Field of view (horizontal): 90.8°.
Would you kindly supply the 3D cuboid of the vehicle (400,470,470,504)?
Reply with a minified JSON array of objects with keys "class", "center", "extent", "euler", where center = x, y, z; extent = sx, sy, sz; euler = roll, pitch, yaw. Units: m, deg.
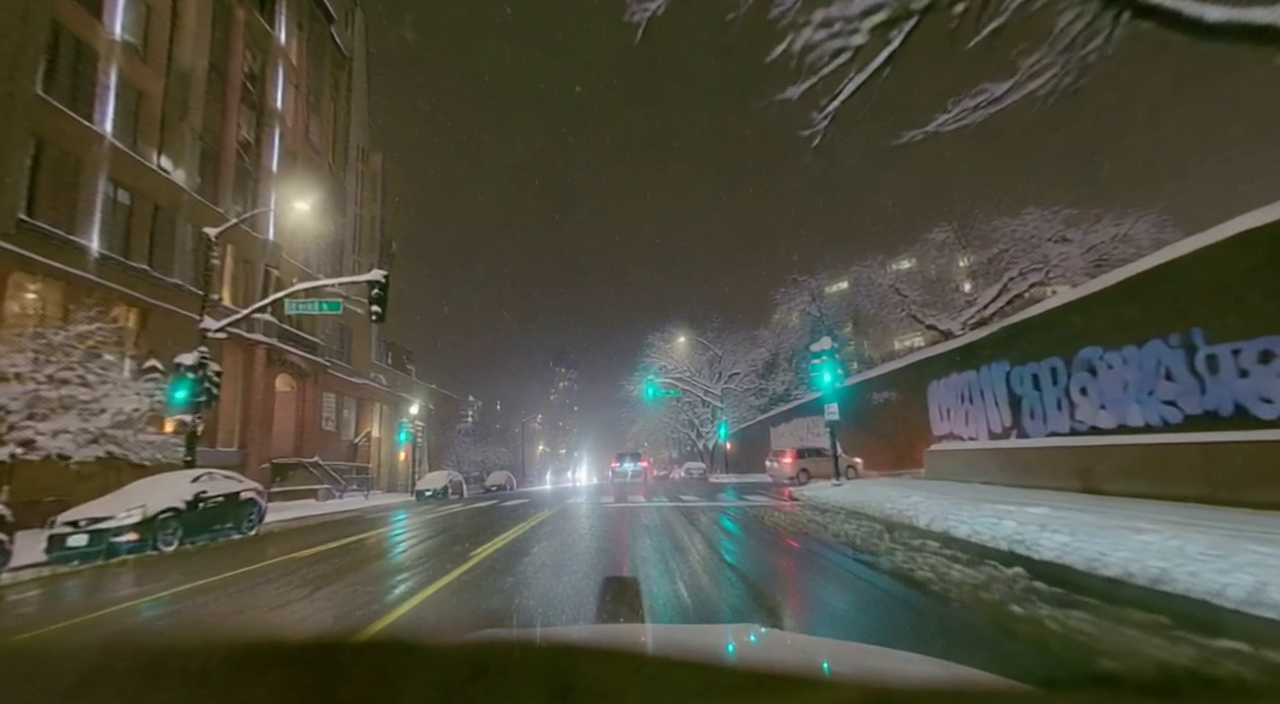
[{"class":"vehicle","center":[-10.547,6.964,32.869],"extent":[2.070,1.476,4.508],"euler":[0,-8,1]}]

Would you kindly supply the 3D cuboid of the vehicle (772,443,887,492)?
[{"class":"vehicle","center":[7.726,4.622,25.693],"extent":[4.292,1.761,2.207],"euler":[5,-10,-34]}]

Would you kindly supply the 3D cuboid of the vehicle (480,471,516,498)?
[{"class":"vehicle","center":[-11.132,10.397,49.731],"extent":[1.859,1.780,3.947],"euler":[0,-8,1]}]

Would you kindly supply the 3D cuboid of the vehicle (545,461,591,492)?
[{"class":"vehicle","center":[-4.041,7.049,35.970],"extent":[2.095,1.447,4.202],"euler":[-2,-8,0]}]

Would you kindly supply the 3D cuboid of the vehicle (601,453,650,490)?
[{"class":"vehicle","center":[-0.649,5.671,30.269],"extent":[2.166,1.579,4.300],"euler":[0,-8,0]}]

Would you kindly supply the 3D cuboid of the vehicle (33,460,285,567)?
[{"class":"vehicle","center":[-10.812,3.575,14.845],"extent":[2.199,1.717,4.888],"euler":[-6,-8,-1]}]
